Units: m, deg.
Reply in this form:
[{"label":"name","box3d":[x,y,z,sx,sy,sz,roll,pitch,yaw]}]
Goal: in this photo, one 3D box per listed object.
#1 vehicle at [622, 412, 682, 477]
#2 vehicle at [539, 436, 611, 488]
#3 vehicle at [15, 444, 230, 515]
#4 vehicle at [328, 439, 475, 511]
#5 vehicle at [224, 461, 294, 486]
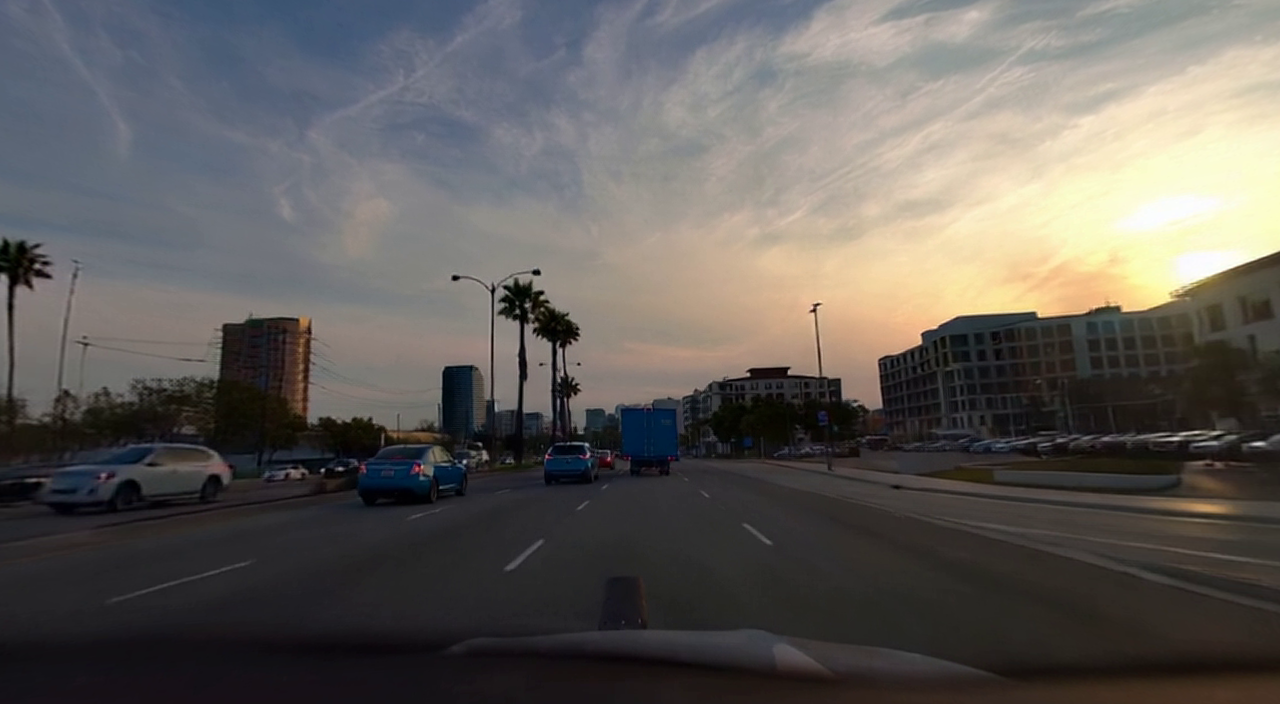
[{"label":"vehicle","box3d":[0.657,5.147,34.850,2.993,3.235,6.692,0,-8,1]},{"label":"vehicle","box3d":[-2.428,4.305,24.895,2.178,1.826,4.933,0,-8,2]},{"label":"vehicle","box3d":[-14.429,3.524,17.986,2.100,1.746,4.662,0,-8,1]},{"label":"vehicle","box3d":[-6.175,3.208,16.975,2.045,1.630,4.680,0,-8,1]},{"label":"vehicle","box3d":[-27.594,8.796,45.656,1.876,1.505,4.876,0,-8,2]}]
